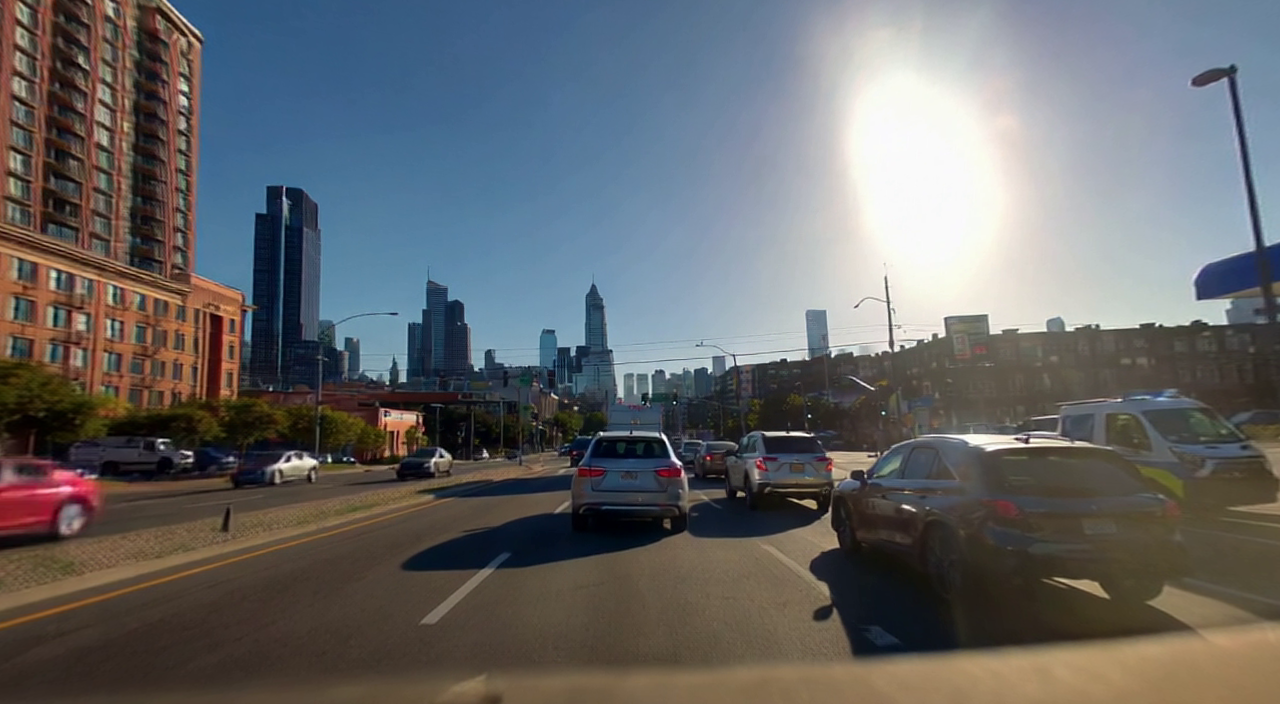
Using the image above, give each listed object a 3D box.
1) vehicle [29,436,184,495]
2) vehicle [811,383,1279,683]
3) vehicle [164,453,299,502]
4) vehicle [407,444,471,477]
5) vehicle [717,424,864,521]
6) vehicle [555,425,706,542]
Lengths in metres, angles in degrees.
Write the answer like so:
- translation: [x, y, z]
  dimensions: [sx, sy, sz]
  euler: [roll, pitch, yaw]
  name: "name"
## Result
- translation: [-26.942, 5.712, 32.348]
  dimensions: [2.571, 2.711, 6.027]
  euler: [0, -9, 0]
  name: "vehicle"
- translation: [3.347, 1.357, 5.916]
  dimensions: [2.056, 1.700, 4.399]
  euler: [0, -9, -3]
  name: "vehicle"
- translation: [-14.421, 4.416, 22.689]
  dimensions: [1.883, 1.479, 4.471]
  euler: [0, -9, -1]
  name: "vehicle"
- translation: [-11.078, 5.982, 35.206]
  dimensions: [2.055, 1.663, 4.637]
  euler: [0, -9, 0]
  name: "vehicle"
- translation: [2.927, 2.447, 13.290]
  dimensions: [1.995, 1.677, 4.106]
  euler: [0, -9, -1]
  name: "vehicle"
- translation: [-0.173, 2.122, 10.777]
  dimensions: [2.106, 1.613, 3.697]
  euler: [0, -9, -1]
  name: "vehicle"
